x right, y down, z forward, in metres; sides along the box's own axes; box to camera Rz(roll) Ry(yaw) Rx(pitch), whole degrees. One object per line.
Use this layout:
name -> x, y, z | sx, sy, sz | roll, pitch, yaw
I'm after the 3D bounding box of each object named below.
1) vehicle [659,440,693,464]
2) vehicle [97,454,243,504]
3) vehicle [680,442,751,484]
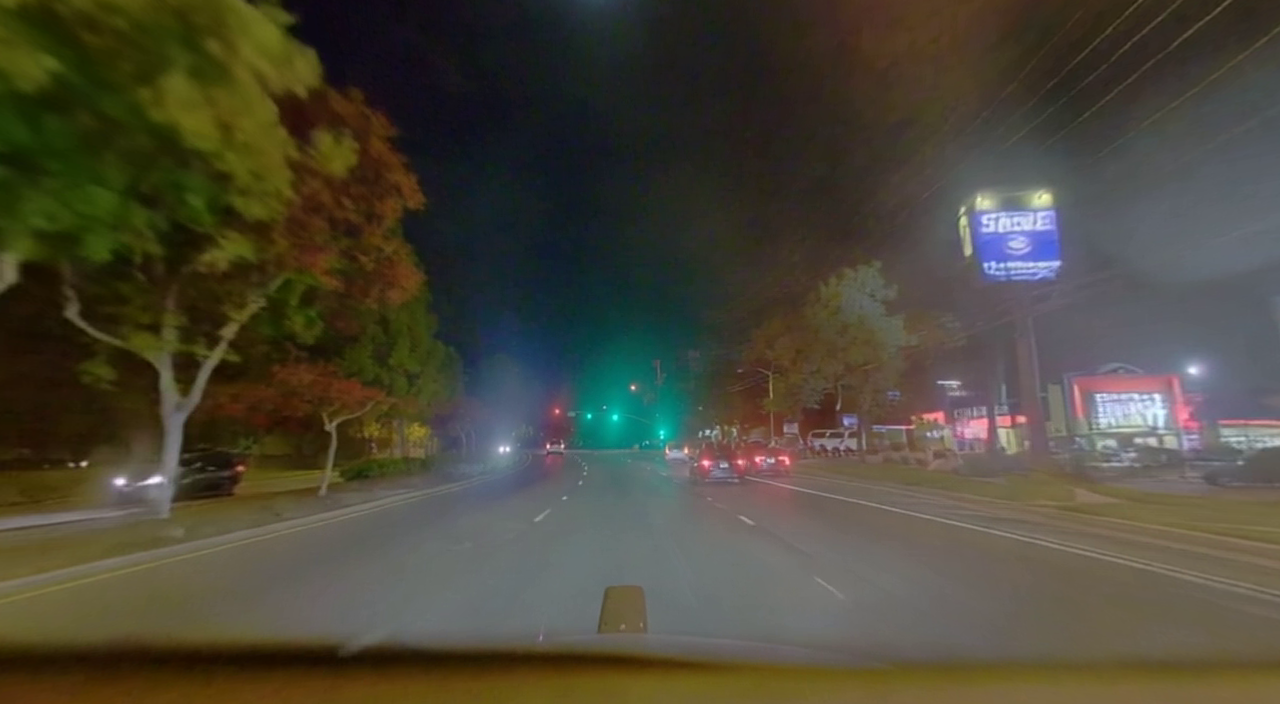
vehicle -> 2.692, 7.647, 48.186 | 2.250, 1.723, 4.424 | 1, -8, -2
vehicle -> -16.249, 4.371, 22.132 | 1.873, 1.507, 4.204 | 0, -8, -1
vehicle -> 2.832, 4.268, 24.677 | 2.130, 1.476, 4.453 | 0, -8, -1
